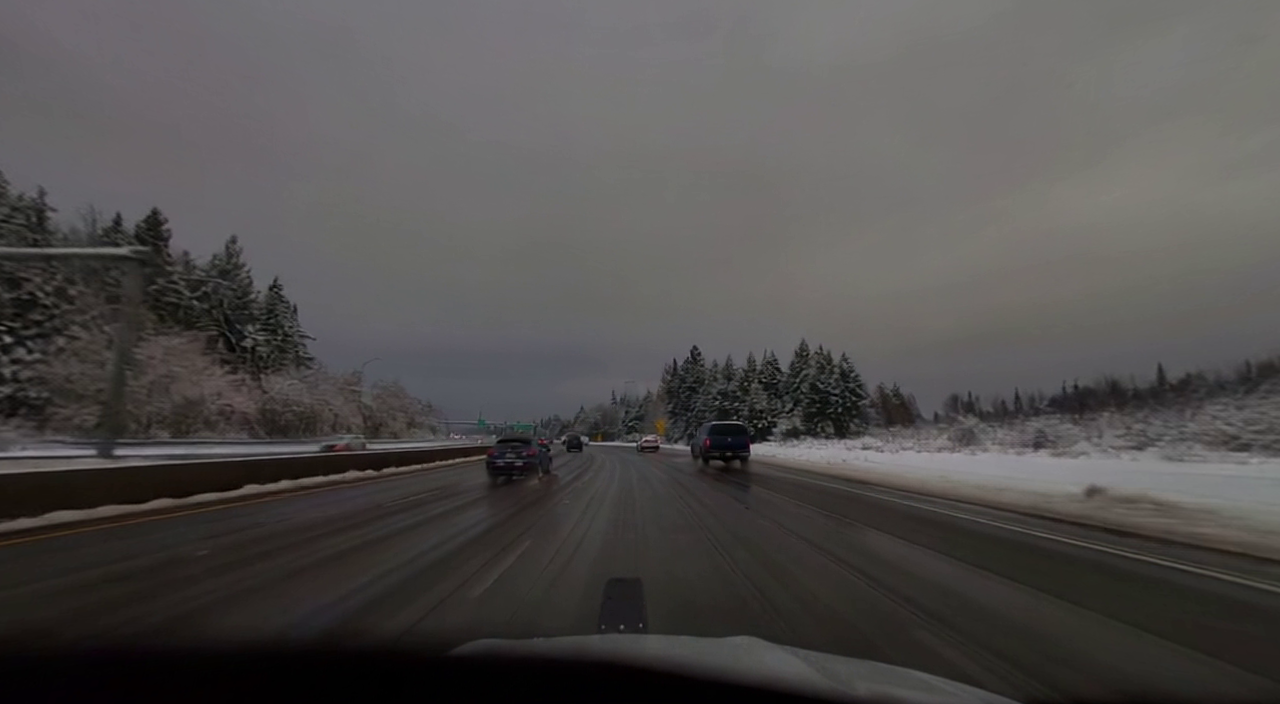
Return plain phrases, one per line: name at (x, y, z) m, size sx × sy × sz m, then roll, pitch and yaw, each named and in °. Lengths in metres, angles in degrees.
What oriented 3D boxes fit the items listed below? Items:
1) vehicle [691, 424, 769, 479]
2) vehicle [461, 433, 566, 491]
vehicle at (3.153, 3.618, 23.118) m, size 2.043 × 1.795 × 4.347 m, roll 0°, pitch -8°, yaw -2°
vehicle at (-3.576, 3.216, 18.851) m, size 2.183 × 1.486 × 4.848 m, roll 0°, pitch -8°, yaw 0°
